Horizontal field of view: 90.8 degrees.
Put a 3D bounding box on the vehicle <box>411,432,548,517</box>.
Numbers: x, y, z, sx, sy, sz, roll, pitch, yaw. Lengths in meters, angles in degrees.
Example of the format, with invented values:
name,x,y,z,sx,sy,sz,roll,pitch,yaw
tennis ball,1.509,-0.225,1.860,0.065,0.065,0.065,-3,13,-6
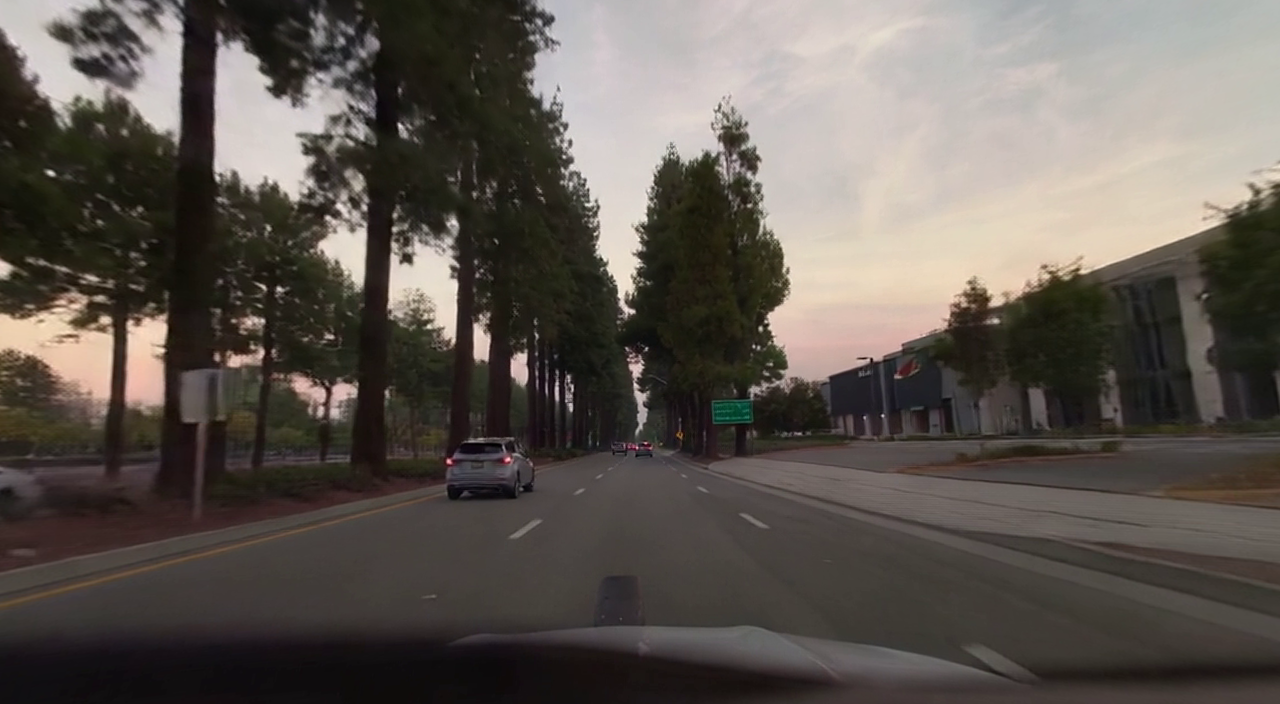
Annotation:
name,x,y,z,sx,sy,sz,roll,pitch,yaw
vehicle,-3.354,2.644,14.117,1.942,1.588,4.172,0,-9,0
